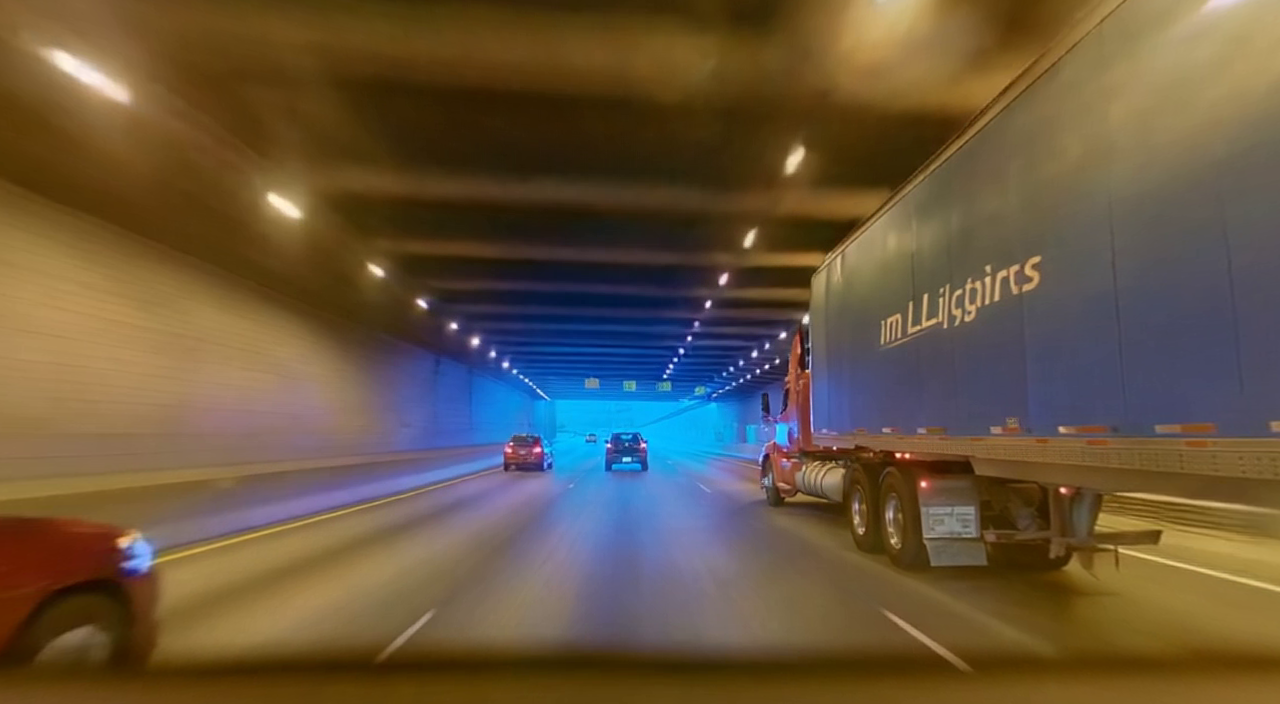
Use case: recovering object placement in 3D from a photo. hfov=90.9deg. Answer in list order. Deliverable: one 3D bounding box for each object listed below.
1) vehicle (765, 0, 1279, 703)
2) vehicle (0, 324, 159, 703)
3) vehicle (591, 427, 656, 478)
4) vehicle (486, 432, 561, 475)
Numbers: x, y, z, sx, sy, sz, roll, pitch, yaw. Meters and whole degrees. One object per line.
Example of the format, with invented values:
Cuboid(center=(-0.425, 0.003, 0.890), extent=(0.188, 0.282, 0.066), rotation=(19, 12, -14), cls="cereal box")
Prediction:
Cuboid(center=(3.922, -0.003, 4.959), extent=(2.842, 4.108, 14.081), rotation=(0, -8, -1), cls="vehicle")
Cuboid(center=(-3.305, 0.648, 1.618), extent=(1.826, 1.695, 2.870), rotation=(0, -8, -1), cls="vehicle")
Cuboid(center=(-0.558, 3.467, 22.053), extent=(2.094, 1.600, 3.666), rotation=(0, -8, -1), cls="vehicle")
Cuboid(center=(-4.287, 3.805, 23.970), extent=(2.019, 1.435, 4.317), rotation=(0, -8, 0), cls="vehicle")
